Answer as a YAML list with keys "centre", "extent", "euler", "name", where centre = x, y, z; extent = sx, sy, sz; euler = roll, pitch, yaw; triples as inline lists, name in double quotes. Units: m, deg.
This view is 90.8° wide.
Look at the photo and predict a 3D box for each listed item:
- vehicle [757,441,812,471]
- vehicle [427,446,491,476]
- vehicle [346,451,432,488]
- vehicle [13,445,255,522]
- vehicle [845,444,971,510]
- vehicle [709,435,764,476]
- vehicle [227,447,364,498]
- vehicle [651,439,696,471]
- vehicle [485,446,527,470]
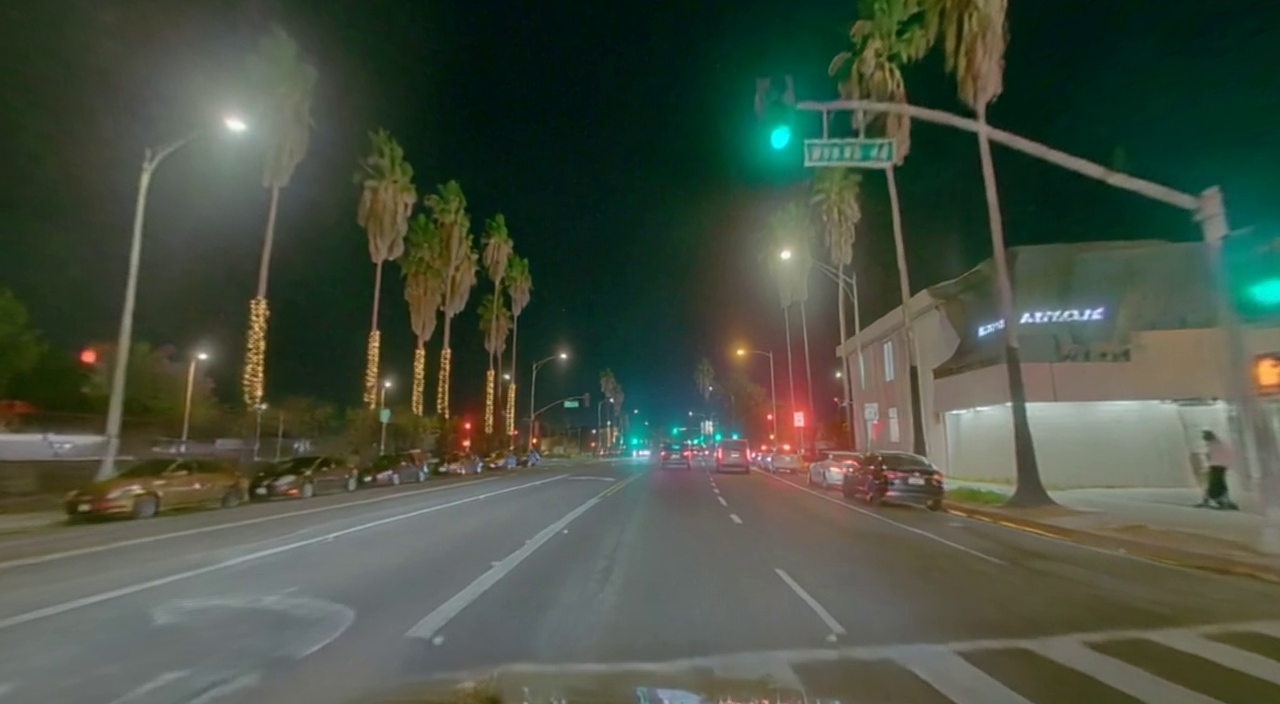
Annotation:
- centre: [8.388, 6.067, 37.085]
  extent: [2.174, 1.643, 4.860]
  euler: [-1, -8, 2]
  name: "vehicle"
- centre: [-10.484, 6.431, 37.038]
  extent: [2.188, 1.490, 4.511]
  euler: [-3, -12, 3]
  name: "vehicle"
- centre: [-11.264, 5.289, 28.755]
  extent: [1.949, 1.470, 4.532]
  euler: [-1, -8, 2]
  name: "vehicle"
- centre: [-12.152, 3.310, 15.743]
  extent: [2.056, 1.490, 4.675]
  euler: [-4, -13, 2]
  name: "vehicle"
- centre: [7.127, 3.313, 17.330]
  extent: [1.914, 1.560, 4.278]
  euler: [-1, -8, 6]
  name: "vehicle"
- centre: [4.300, 4.673, 28.863]
  extent: [2.003, 1.702, 4.288]
  euler: [-1, -8, 3]
  name: "vehicle"
- centre: [-11.780, 4.248, 22.079]
  extent: [1.933, 1.502, 4.649]
  euler: [-3, -12, 4]
  name: "vehicle"
- centre: [1.660, 5.109, 31.473]
  extent: [2.088, 1.452, 3.993]
  euler: [-1, -8, 3]
  name: "vehicle"
- centre: [-9.783, 7.801, 46.338]
  extent: [1.978, 1.501, 4.355]
  euler: [-3, -11, 3]
  name: "vehicle"
